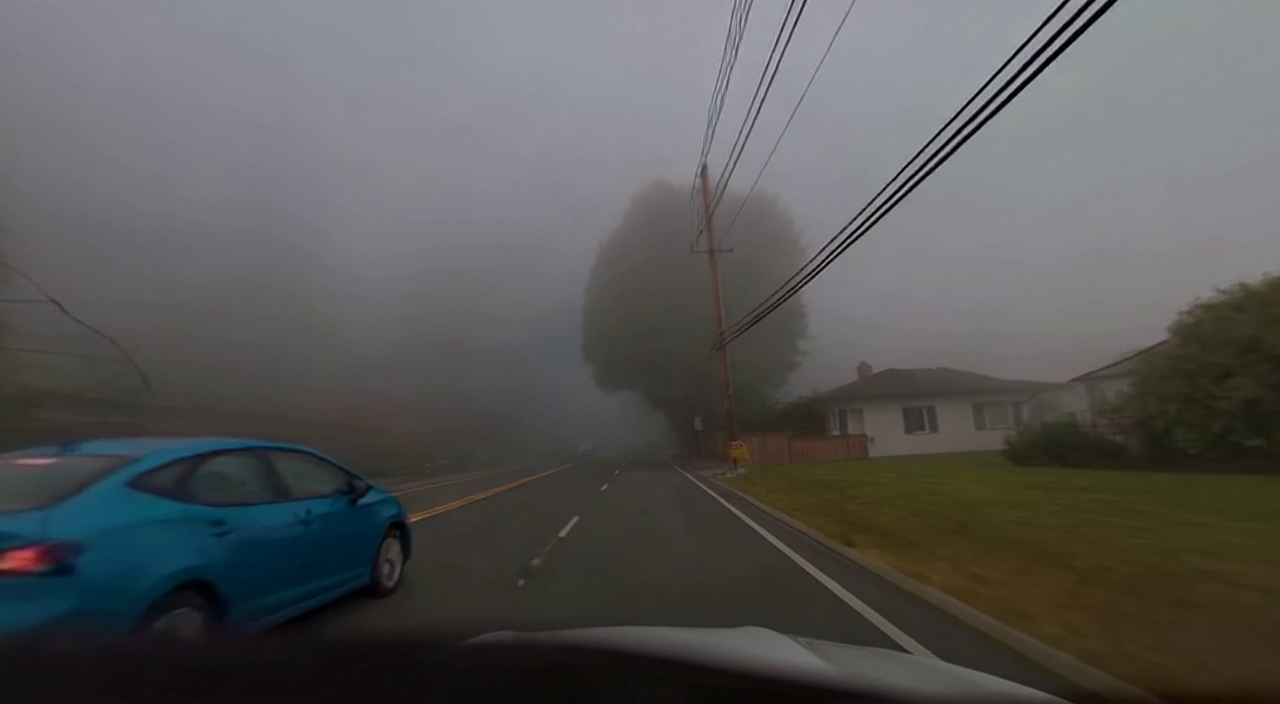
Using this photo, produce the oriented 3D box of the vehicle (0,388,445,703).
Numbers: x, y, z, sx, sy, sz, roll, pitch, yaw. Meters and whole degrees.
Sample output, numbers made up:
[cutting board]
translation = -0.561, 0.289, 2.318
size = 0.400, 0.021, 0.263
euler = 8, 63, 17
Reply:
[vehicle]
translation = -3.097, 1.134, 3.804
size = 2.085, 1.512, 5.023
euler = 0, -8, 2
